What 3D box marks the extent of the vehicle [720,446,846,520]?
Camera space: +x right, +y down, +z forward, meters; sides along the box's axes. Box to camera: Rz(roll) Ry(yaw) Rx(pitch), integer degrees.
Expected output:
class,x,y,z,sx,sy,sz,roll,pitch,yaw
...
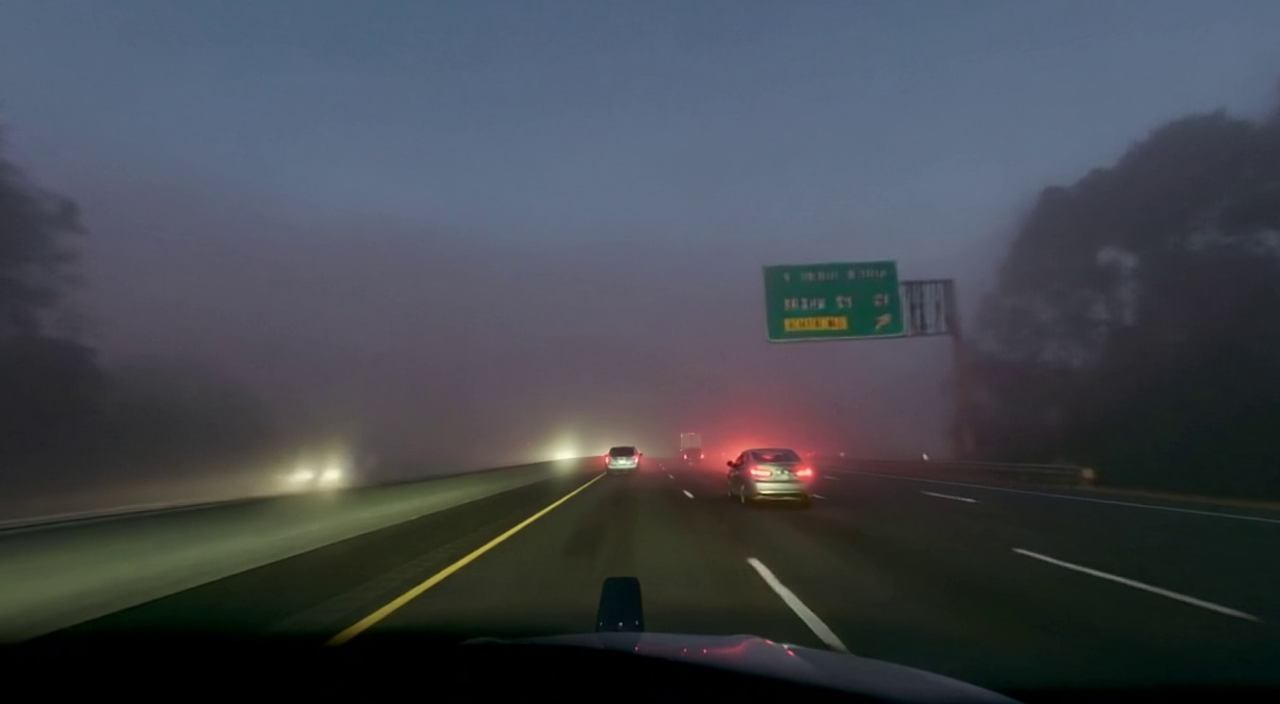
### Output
class,x,y,z,sx,sy,sz,roll,pitch,yaw
vehicle,3.176,2.987,14.889,2.004,1.471,4.032,0,-9,0

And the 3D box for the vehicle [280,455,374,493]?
class,x,y,z,sx,sy,sz,roll,pitch,yaw
vehicle,-14.300,5.571,29.123,1.878,1.521,4.608,0,-9,1

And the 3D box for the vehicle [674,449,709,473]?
class,x,y,z,sx,sy,sz,roll,pitch,yaw
vehicle,3.513,7.512,43.493,2.047,1.540,4.294,0,-9,0

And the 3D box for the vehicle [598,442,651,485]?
class,x,y,z,sx,sy,sz,roll,pitch,yaw
vehicle,-0.614,4.860,27.784,2.142,1.724,4.344,0,-9,0
